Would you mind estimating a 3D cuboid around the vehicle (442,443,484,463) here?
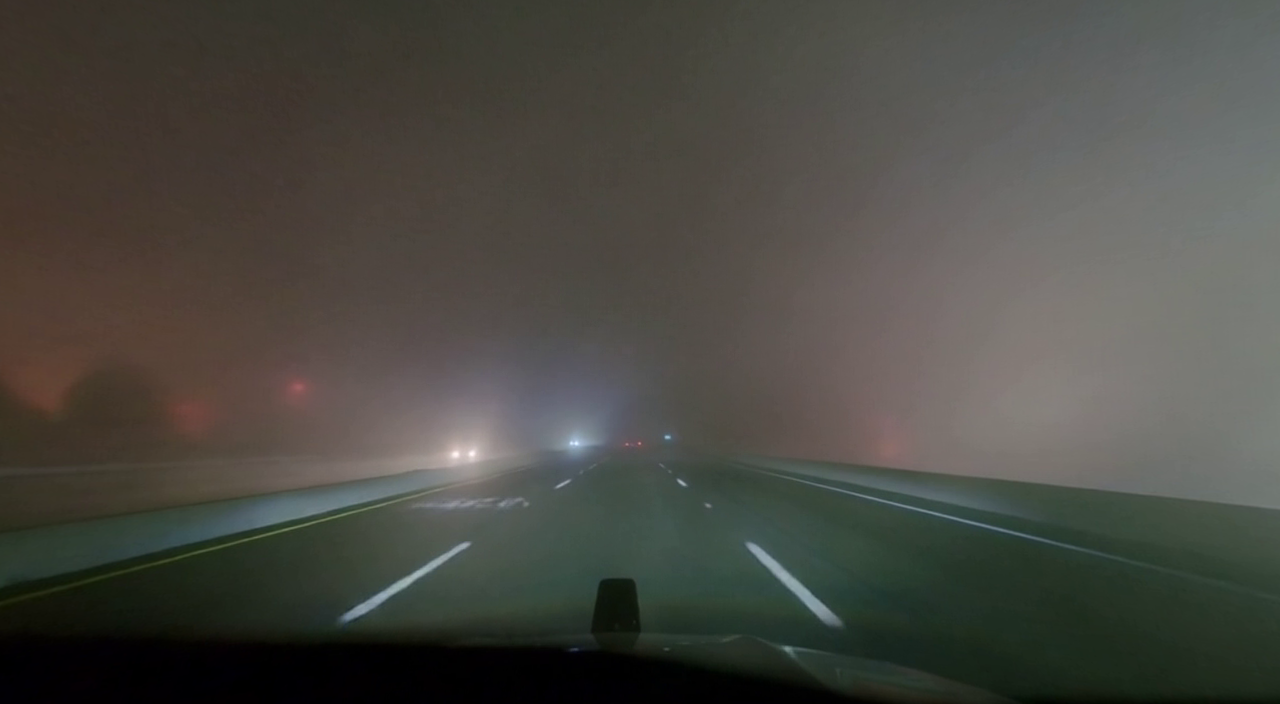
[{"bbox_3d":[-13.694,7.841,48.967,1.942,1.444,4.697,0,-8,0],"label":"vehicle"}]
